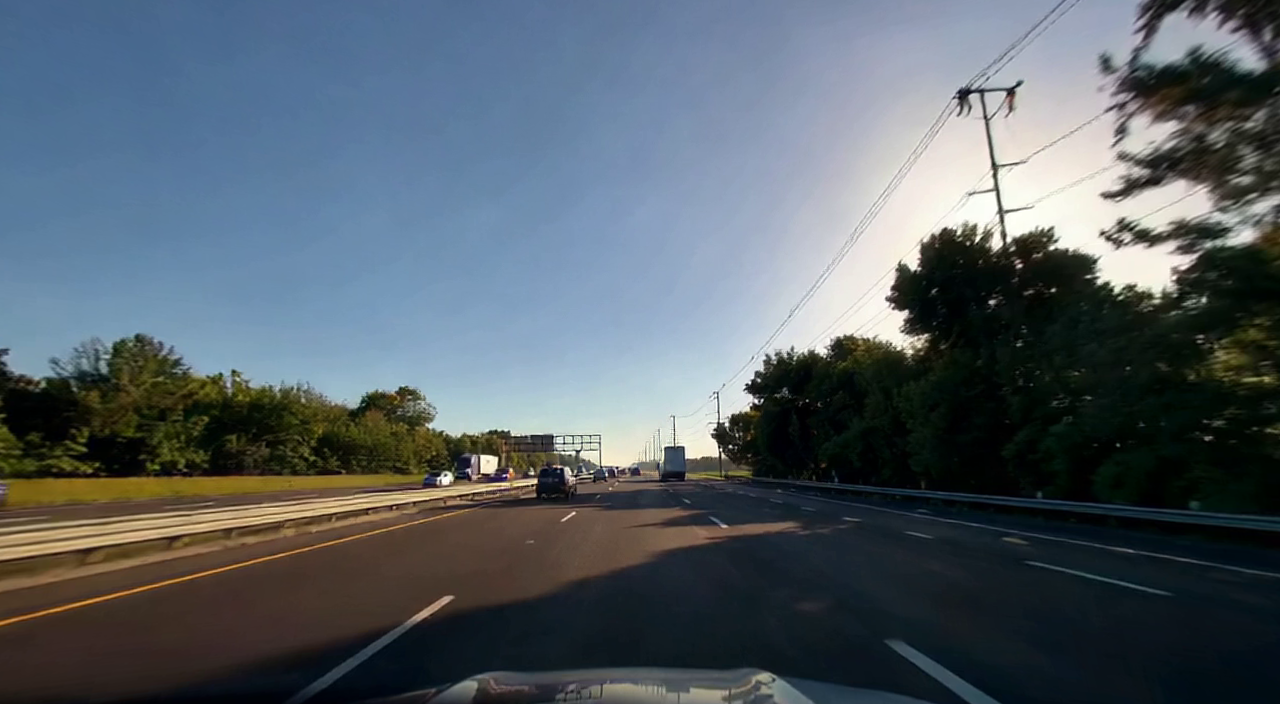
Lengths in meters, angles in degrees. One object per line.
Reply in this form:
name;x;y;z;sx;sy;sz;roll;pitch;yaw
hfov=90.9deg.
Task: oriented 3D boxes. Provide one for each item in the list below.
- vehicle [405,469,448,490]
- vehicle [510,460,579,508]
vehicle;-16.038;9.607;47.549;1.825;1.468;3.919;1;-11;0
vehicle;-3.466;4.895;23.618;1.942;1.597;3.943;1;-11;0
